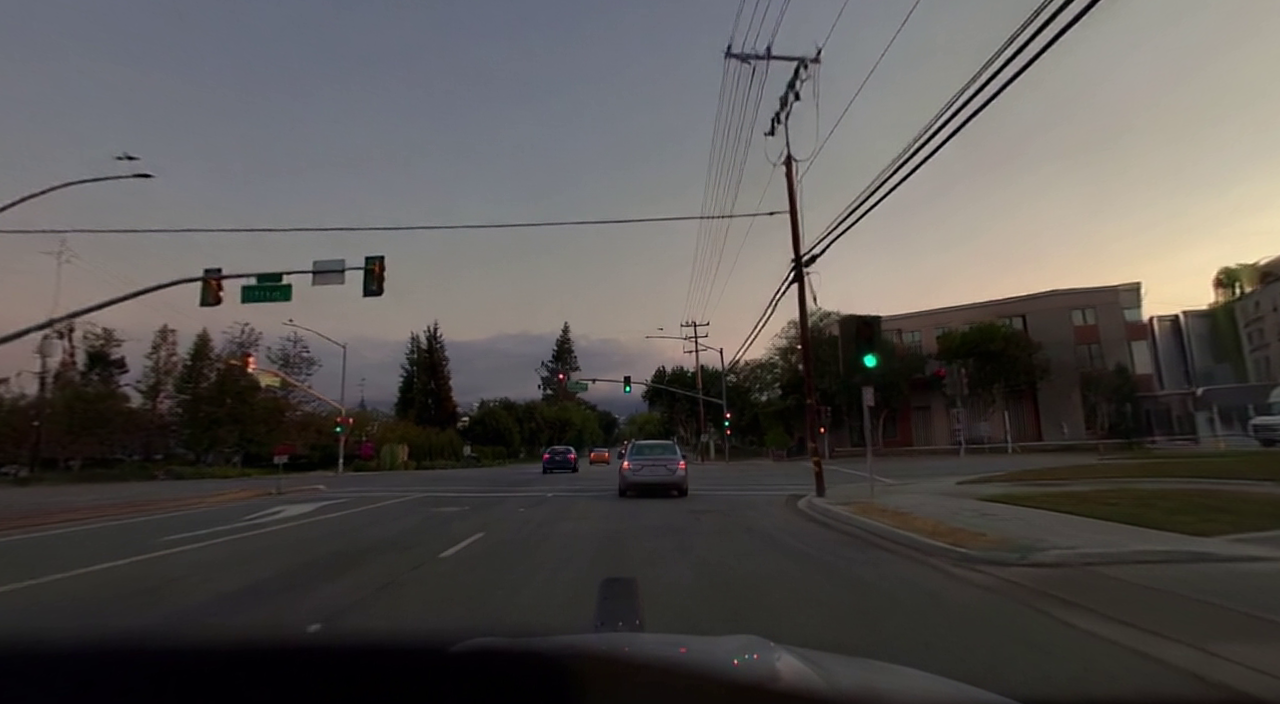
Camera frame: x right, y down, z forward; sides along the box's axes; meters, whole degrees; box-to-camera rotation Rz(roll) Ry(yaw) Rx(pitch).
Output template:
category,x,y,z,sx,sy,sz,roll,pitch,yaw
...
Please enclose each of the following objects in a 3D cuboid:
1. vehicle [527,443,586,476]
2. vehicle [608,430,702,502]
category,x,y,z,sx,sy,sz,roll,pitch,yaw
vehicle,-3.939,5.119,30.412,2.153,1.474,4.284,0,-8,1
vehicle,0.337,2.915,16.614,2.156,1.636,3.923,0,-8,0
